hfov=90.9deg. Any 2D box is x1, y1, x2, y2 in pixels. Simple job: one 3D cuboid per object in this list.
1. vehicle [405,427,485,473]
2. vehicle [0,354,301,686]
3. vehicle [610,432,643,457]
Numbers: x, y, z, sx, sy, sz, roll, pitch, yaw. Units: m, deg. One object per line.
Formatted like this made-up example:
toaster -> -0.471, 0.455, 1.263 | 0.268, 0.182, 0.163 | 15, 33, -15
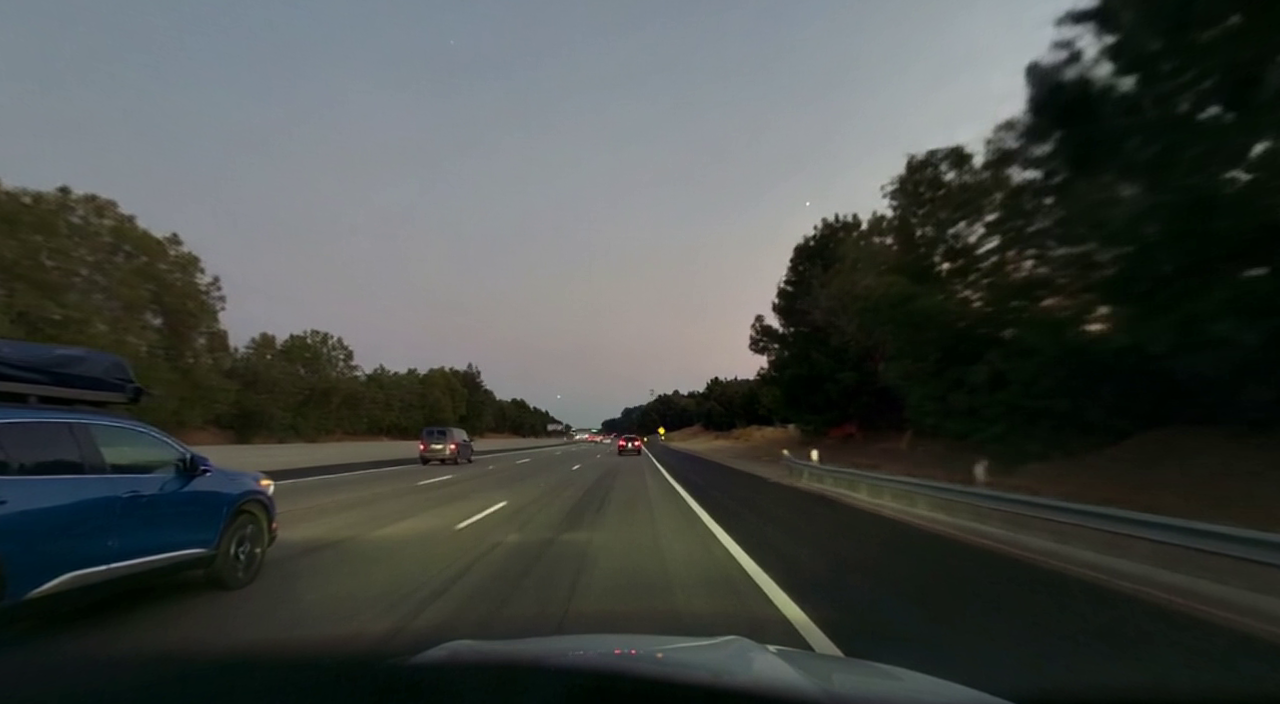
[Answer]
vehicle -> -8.042, 4.062, 26.420 | 1.964, 1.745, 4.338 | 0, -7, 0
vehicle -> -4.442, 0.977, 3.980 | 2.069, 1.748, 4.652 | 0, -8, -1
vehicle -> -0.921, 6.405, 43.763 | 2.178, 1.658, 3.916 | 0, -7, -1
